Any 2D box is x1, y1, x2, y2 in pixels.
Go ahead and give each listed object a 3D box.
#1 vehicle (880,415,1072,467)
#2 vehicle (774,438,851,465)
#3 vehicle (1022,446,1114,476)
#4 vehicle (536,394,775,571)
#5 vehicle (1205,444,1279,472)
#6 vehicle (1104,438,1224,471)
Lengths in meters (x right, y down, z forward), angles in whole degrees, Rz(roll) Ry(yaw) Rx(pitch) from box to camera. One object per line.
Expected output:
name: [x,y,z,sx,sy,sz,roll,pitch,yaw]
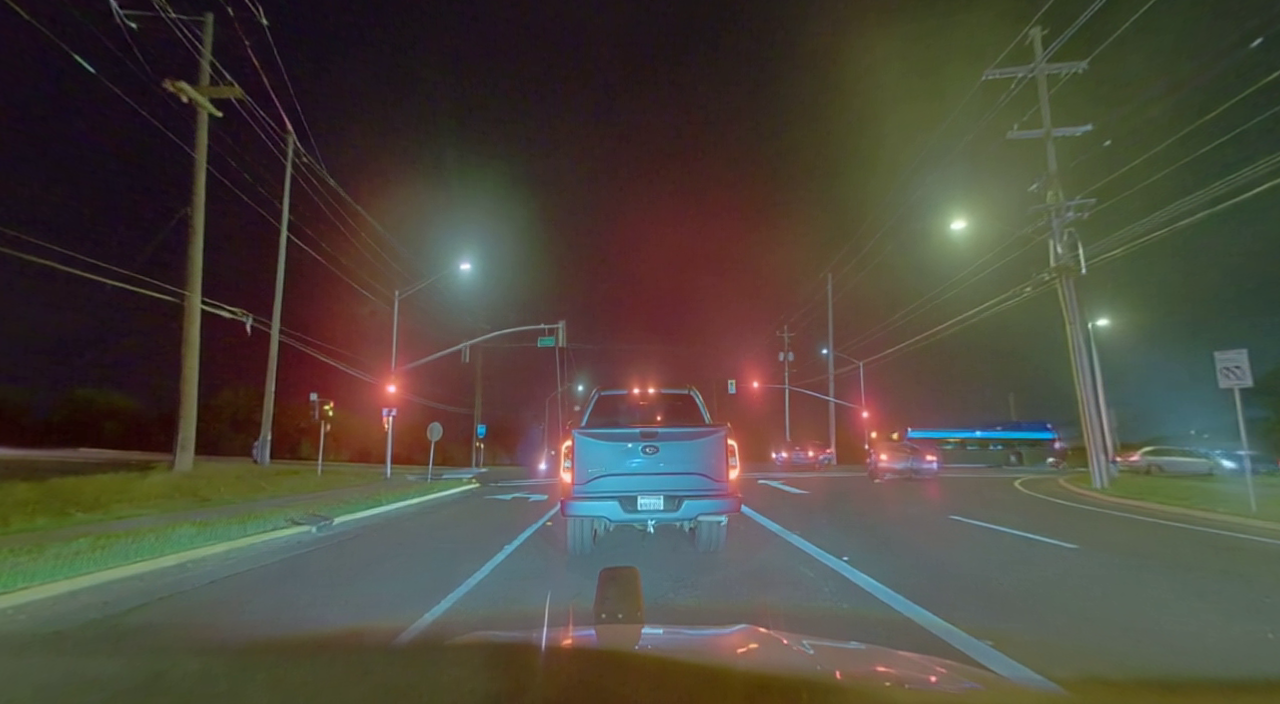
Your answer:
vehicle: [21.860,5.881,41.641,10.726,3.128,3.003,-1,-8,3]
vehicle: [12.576,7.290,46.308,5.235,1.878,2.107,-2,-9,11]
vehicle: [30.277,7.686,44.790,5.077,2.008,1.991,0,-8,-4]
vehicle: [0.122,1.880,9.994,2.707,1.964,5.485,0,-8,-1]
vehicle: [40.531,6.903,41.243,5.426,1.728,1.999,0,-8,-3]
vehicle: [25.636,5.004,30.957,4.520,1.496,2.060,1,-9,-13]
